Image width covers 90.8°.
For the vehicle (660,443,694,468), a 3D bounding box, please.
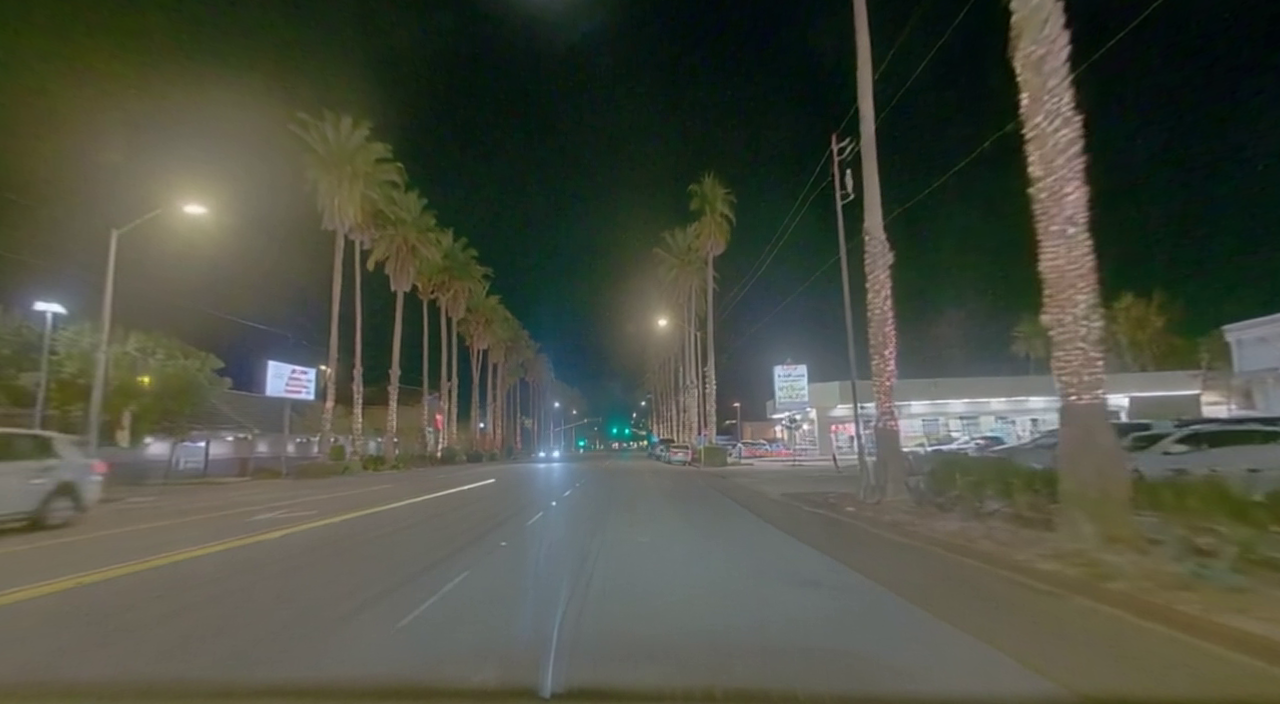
[{"bbox_3d":[2.517,7.178,44.003,2.046,1.588,4.508,0,-9,-1],"label":"vehicle"}]
